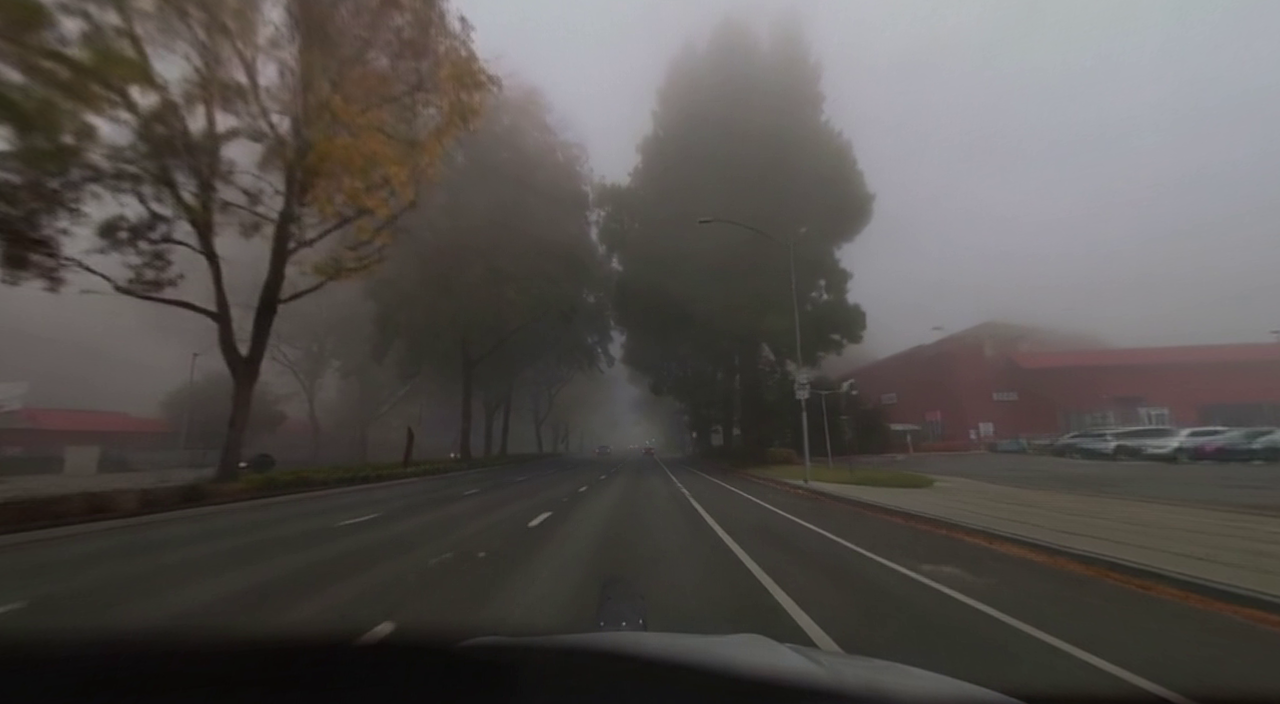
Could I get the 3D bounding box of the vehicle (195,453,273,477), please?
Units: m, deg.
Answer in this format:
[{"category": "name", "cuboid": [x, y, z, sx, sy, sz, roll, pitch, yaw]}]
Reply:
[{"category": "vehicle", "cuboid": [-26.593, 7.399, 41.508, 2.007, 1.430, 4.583, 0, -9, 1]}]
